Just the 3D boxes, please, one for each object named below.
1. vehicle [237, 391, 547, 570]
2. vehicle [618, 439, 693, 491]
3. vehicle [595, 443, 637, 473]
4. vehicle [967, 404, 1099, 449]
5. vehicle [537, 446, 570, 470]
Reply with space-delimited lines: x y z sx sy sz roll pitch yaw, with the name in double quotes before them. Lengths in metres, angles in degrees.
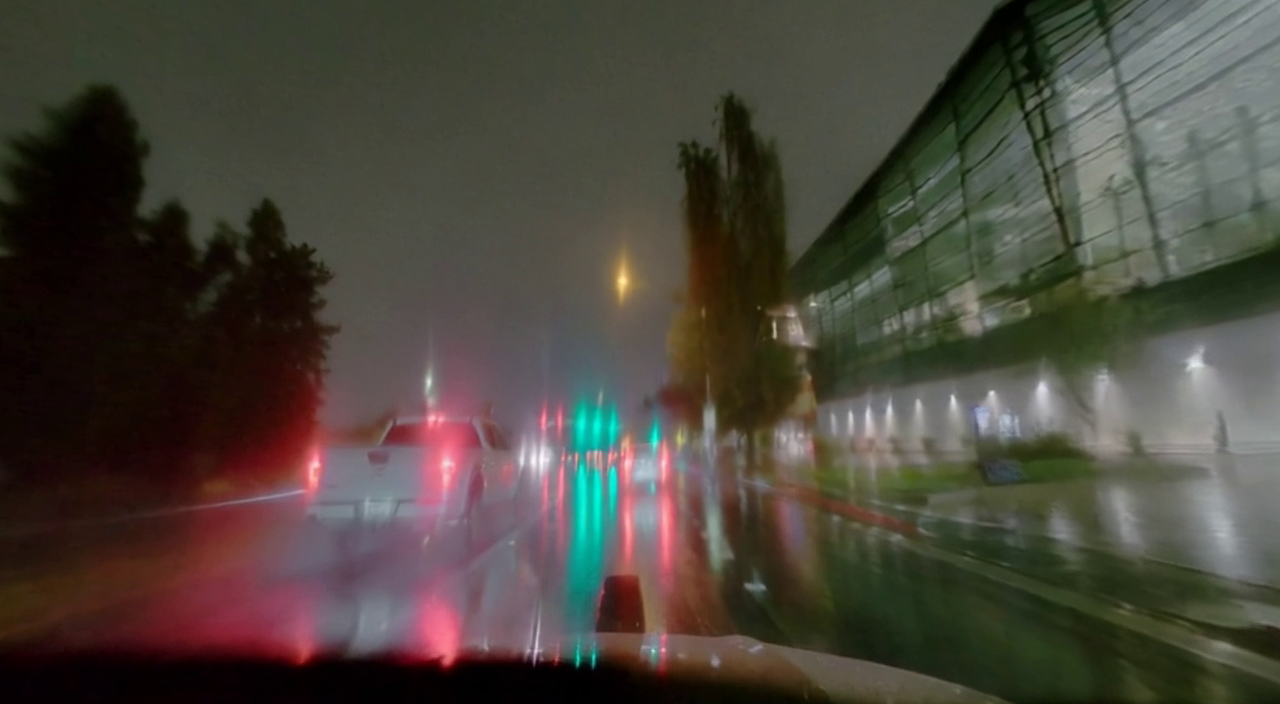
"vehicle" -3.202 1.879 9.985 2.512 1.992 5.725 0 -9 1
"vehicle" 0.395 3.683 20.798 2.142 1.528 4.133 1 -9 -3
"vehicle" -1.351 5.769 34.307 2.047 1.502 3.873 1 -9 -6
"vehicle" 22.264 4.338 36.069 6.027 2.377 2.245 -4 -10 26
"vehicle" -5.650 6.915 41.064 2.018 1.458 4.350 1 -9 -8
